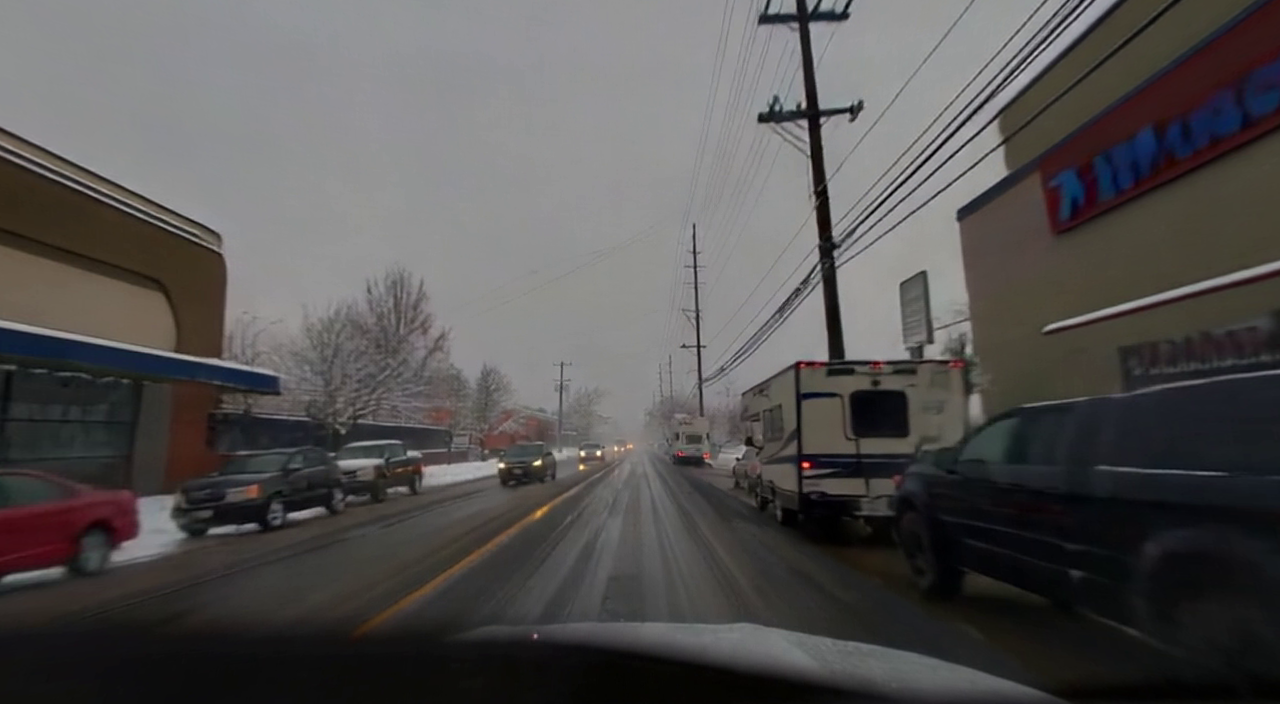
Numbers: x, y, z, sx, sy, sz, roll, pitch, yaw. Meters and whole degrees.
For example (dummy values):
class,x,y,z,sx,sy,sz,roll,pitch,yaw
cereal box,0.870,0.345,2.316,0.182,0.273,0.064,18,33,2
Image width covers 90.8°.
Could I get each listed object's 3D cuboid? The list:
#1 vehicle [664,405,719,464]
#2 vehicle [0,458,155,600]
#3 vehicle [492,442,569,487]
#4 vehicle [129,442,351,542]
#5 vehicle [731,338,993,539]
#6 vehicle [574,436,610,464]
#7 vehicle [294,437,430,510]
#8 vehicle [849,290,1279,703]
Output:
class,x,y,z,sx,sy,sz,roll,pitch,yaw
vehicle,3.787,6.541,48.890,3.029,3.860,7.726,-4,-10,-3
vehicle,-7.778,1.941,6.834,1.759,1.461,4.308,0,-8,-2
vehicle,-3.924,4.116,23.490,1.966,1.482,4.473,0,-8,1
vehicle,-7.966,2.759,13.212,1.903,1.710,4.322,0,-8,-2
vehicle,3.720,1.722,12.555,2.880,2.959,6.375,0,-8,1
vehicle,-3.652,7.523,48.635,2.307,1.998,4.734,0,-8,1
vehicle,-7.940,3.479,18.669,2.001,1.830,4.735,0,-8,-2
vehicle,3.658,1.016,4.480,2.218,1.956,5.916,0,-8,-1
